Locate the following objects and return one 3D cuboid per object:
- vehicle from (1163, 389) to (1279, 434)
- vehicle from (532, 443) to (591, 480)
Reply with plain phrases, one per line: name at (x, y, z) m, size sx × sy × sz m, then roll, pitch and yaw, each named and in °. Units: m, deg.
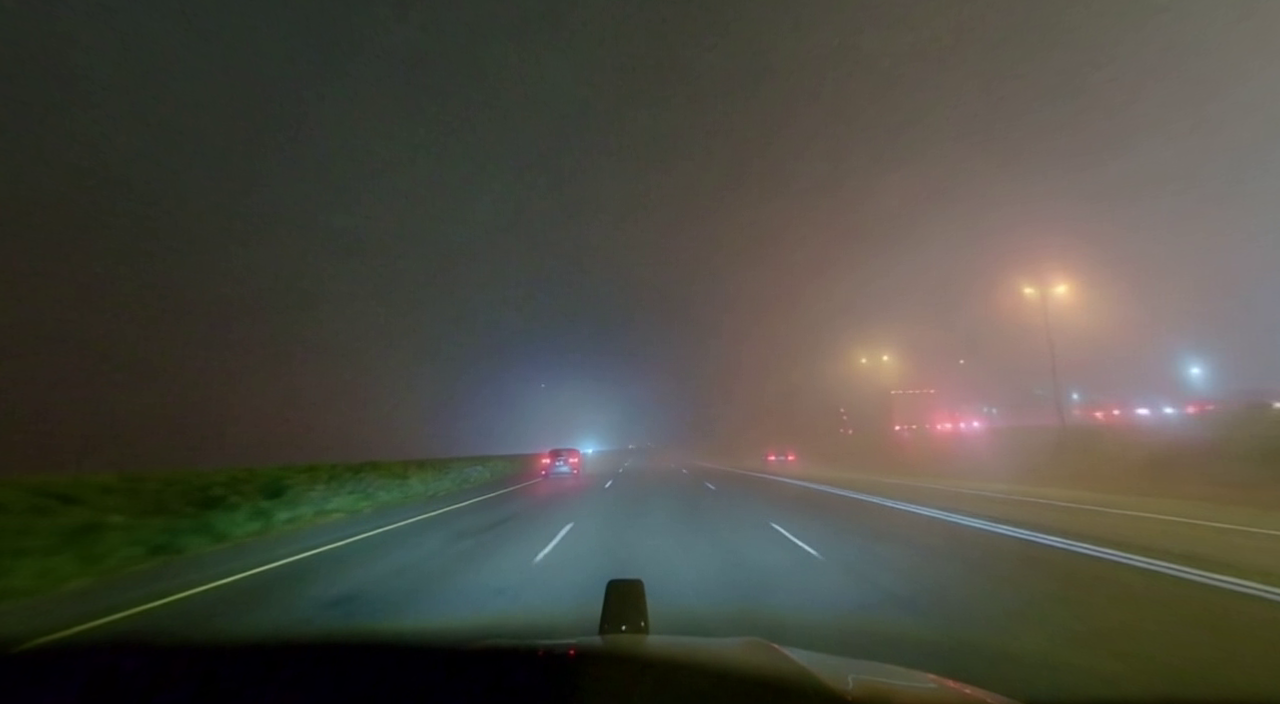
vehicle at (21.302, 2.146, 22.250) m, size 4.015 × 1.437 × 1.908 m, roll -5°, pitch -10°, yaw 30°
vehicle at (-3.506, 4.966, 28.883) m, size 2.021 × 1.526 × 4.385 m, roll 0°, pitch -8°, yaw 2°
